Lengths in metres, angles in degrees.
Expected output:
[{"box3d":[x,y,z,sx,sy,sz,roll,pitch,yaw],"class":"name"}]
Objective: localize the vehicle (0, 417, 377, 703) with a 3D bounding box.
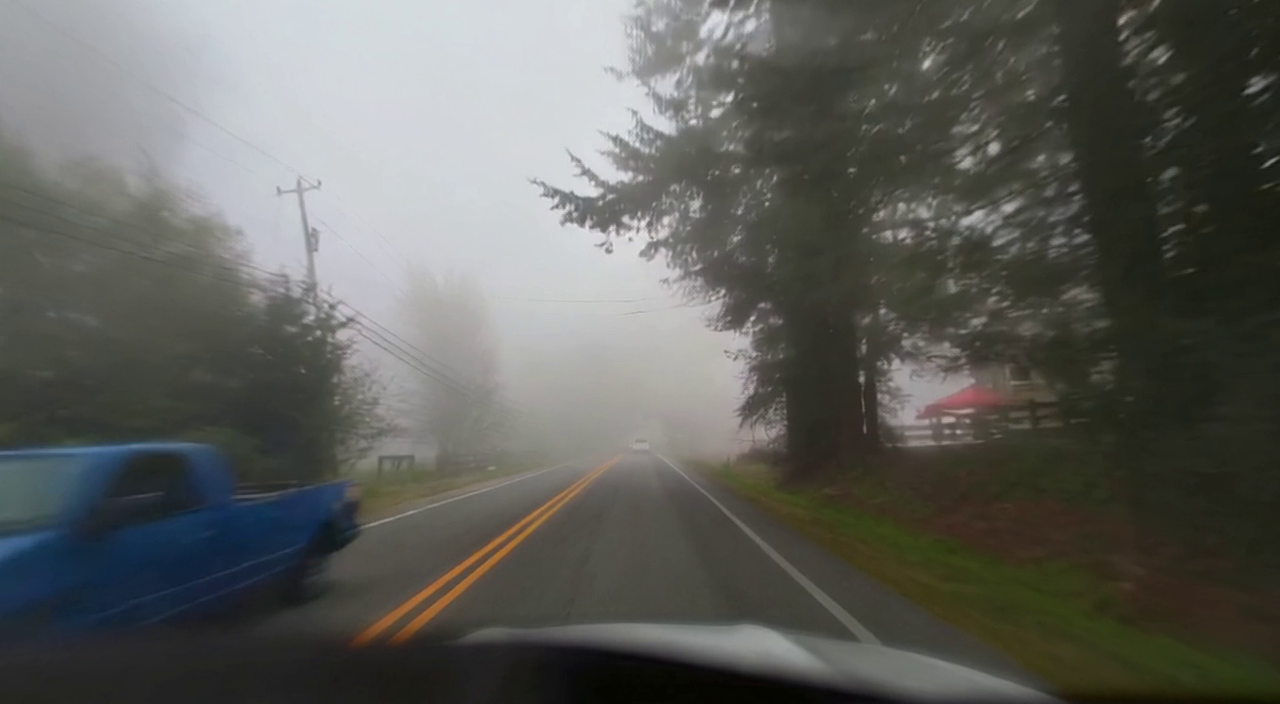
[{"box3d":[-3.992,1.381,4.887,2.093,1.563,4.142,0,-8,0],"class":"vehicle"}]
